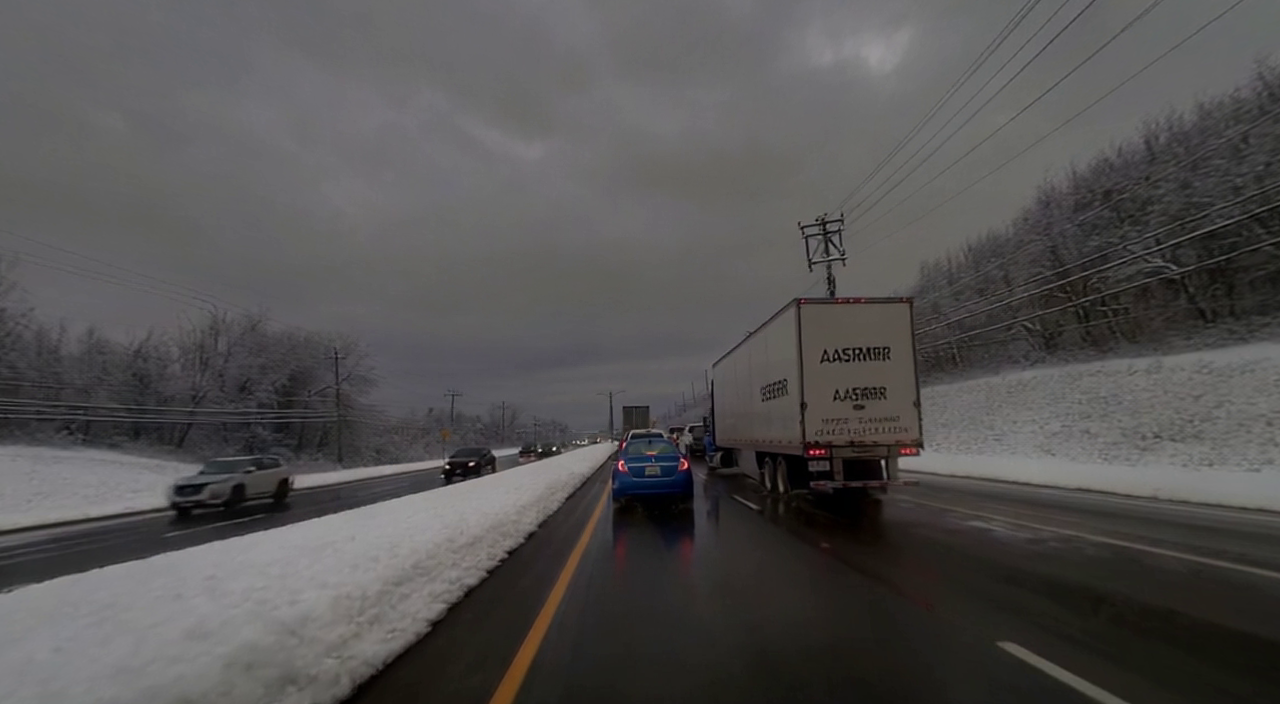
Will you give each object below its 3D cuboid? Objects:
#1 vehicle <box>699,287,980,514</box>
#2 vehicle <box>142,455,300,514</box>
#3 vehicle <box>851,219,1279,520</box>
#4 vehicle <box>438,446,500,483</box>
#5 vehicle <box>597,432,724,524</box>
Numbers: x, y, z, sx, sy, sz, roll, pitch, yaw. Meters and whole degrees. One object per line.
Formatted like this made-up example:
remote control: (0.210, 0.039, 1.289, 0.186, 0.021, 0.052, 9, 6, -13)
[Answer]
vehicle: (4.220, 1.813, 18.435, 3.138, 4.065, 14.276, 0, -8, -2)
vehicle: (-12.377, 3.908, 19.001, 1.918, 1.457, 4.106, -1, -8, 1)
vehicle: (8.679, 1.038, 14.777, 2.845, 4.146, 12.401, 0, -8, -1)
vehicle: (-8.049, 5.303, 29.988, 1.926, 1.606, 3.853, -1, -8, -1)
vehicle: (0.293, 2.291, 12.037, 2.045, 1.446, 3.597, 0, -8, -1)
